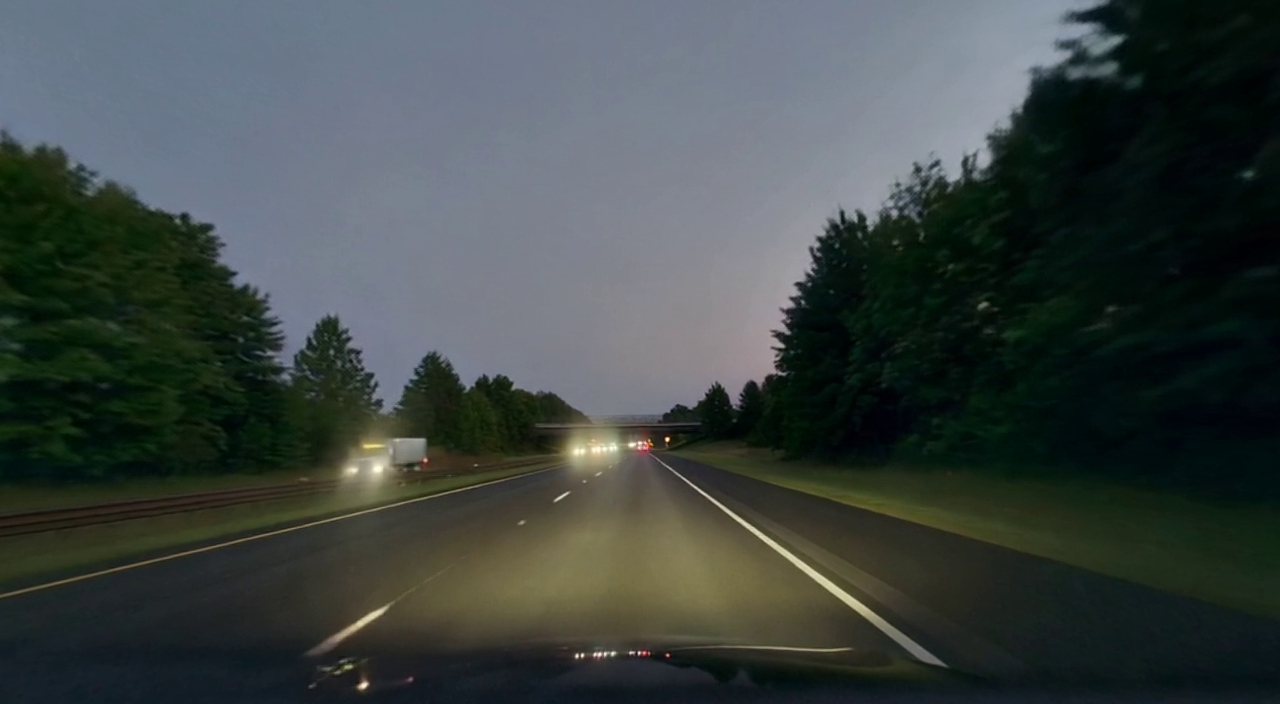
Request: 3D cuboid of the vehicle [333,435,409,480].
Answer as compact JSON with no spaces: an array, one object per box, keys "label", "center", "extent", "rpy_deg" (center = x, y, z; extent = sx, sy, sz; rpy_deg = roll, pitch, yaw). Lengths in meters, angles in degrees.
[{"label":"vehicle","center":[-17.012,6.667,40.282],"extent":[2.243,2.618,5.756],"rpy_deg":[0,-9,0]}]
